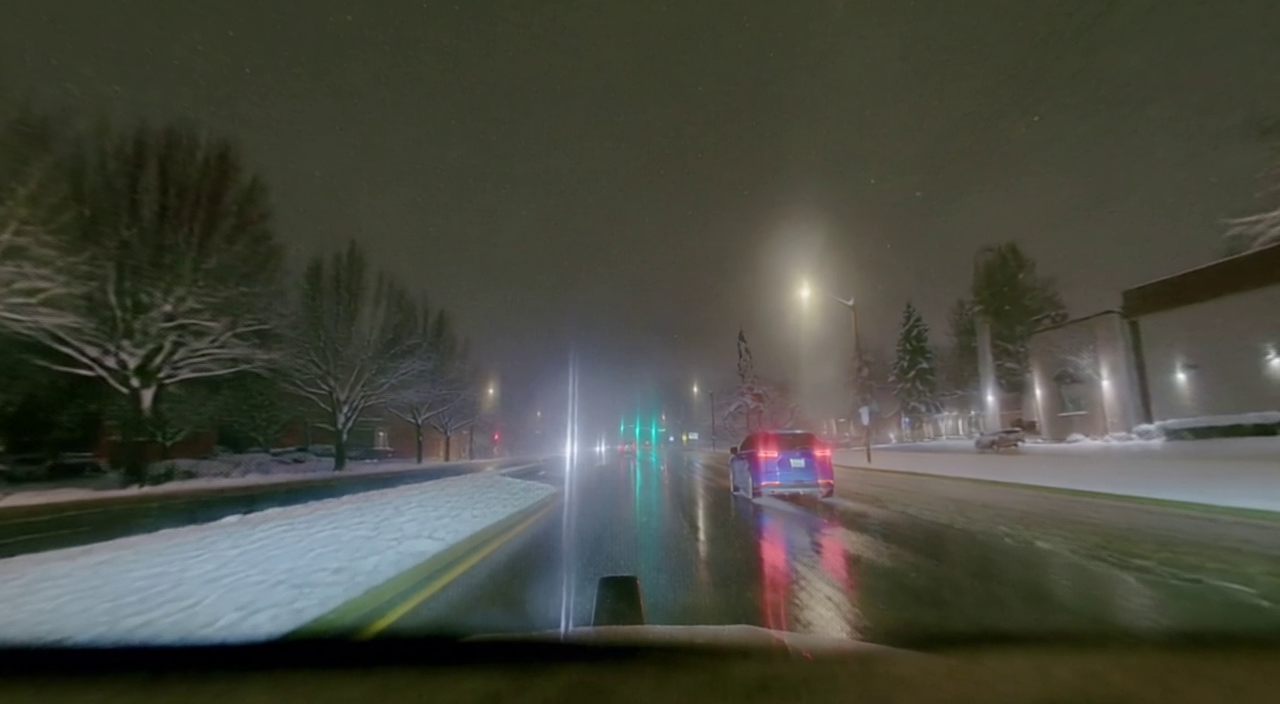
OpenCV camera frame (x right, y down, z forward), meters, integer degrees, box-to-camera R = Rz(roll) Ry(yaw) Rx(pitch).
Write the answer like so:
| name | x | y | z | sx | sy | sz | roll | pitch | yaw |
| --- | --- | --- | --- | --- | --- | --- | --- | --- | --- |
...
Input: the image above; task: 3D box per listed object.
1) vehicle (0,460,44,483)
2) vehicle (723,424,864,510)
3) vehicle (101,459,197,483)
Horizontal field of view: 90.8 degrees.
| name | x | y | z | sx | sy | sz | roll | pitch | yaw |
| --- | --- | --- | --- | --- | --- | --- | --- | --- | --- |
| vehicle | -44.444 | 8.371 | 44.200 | 1.793 | 1.442 | 3.704 | 0 | -8 | -1 |
| vehicle | 3.286 | 2.578 | 14.566 | 2.060 | 1.665 | 4.284 | 0 | -8 | -2 |
| vehicle | -30.938 | 7.491 | 39.889 | 4.415 | 1.418 | 1.961 | 0 | -8 | -1 |
